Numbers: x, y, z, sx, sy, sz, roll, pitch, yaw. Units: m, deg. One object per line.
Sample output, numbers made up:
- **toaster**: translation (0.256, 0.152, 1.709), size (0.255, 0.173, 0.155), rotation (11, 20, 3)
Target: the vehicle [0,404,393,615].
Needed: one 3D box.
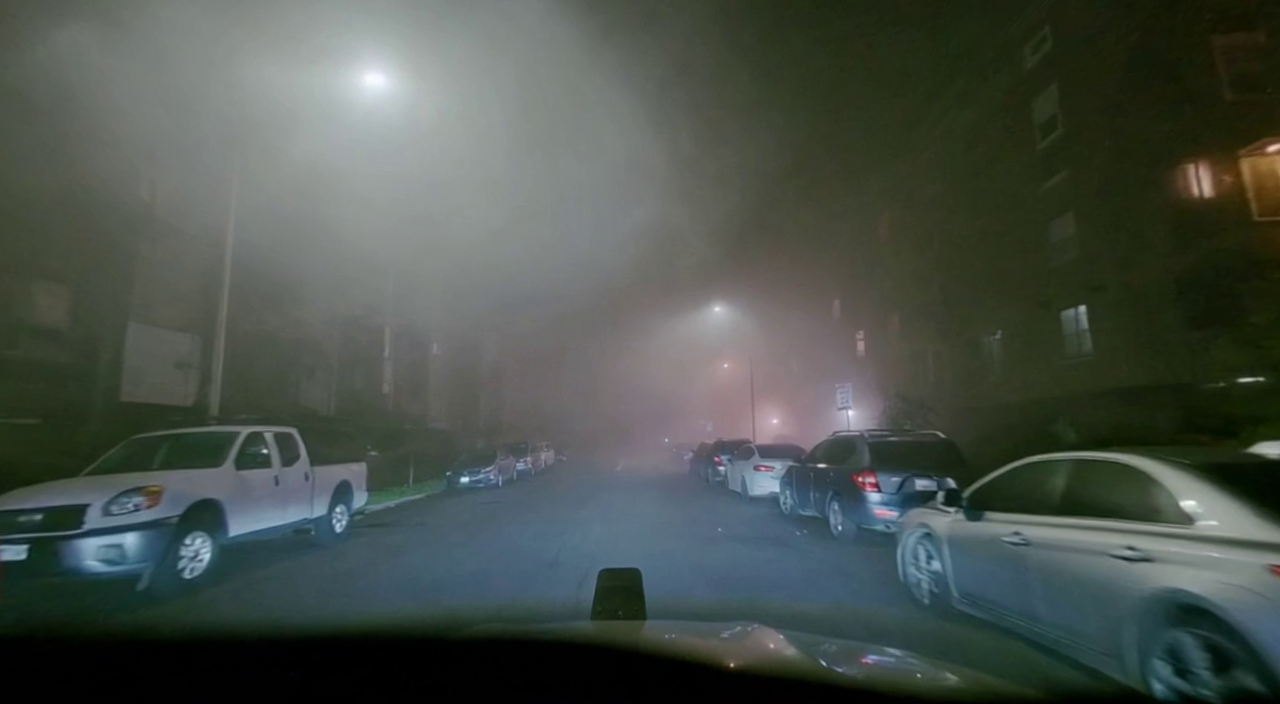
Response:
- **vehicle**: translation (-5.432, 1.782, 8.316), size (2.244, 1.849, 5.306), rotation (0, -8, -1)

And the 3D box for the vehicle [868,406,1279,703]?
- **vehicle**: translation (3.389, 1.174, 3.848), size (2.020, 1.499, 4.579), rotation (1, -8, -4)

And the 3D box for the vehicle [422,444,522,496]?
- **vehicle**: translation (-5.447, 3.874, 21.272), size (2.119, 1.500, 4.953), rotation (0, -8, -1)
